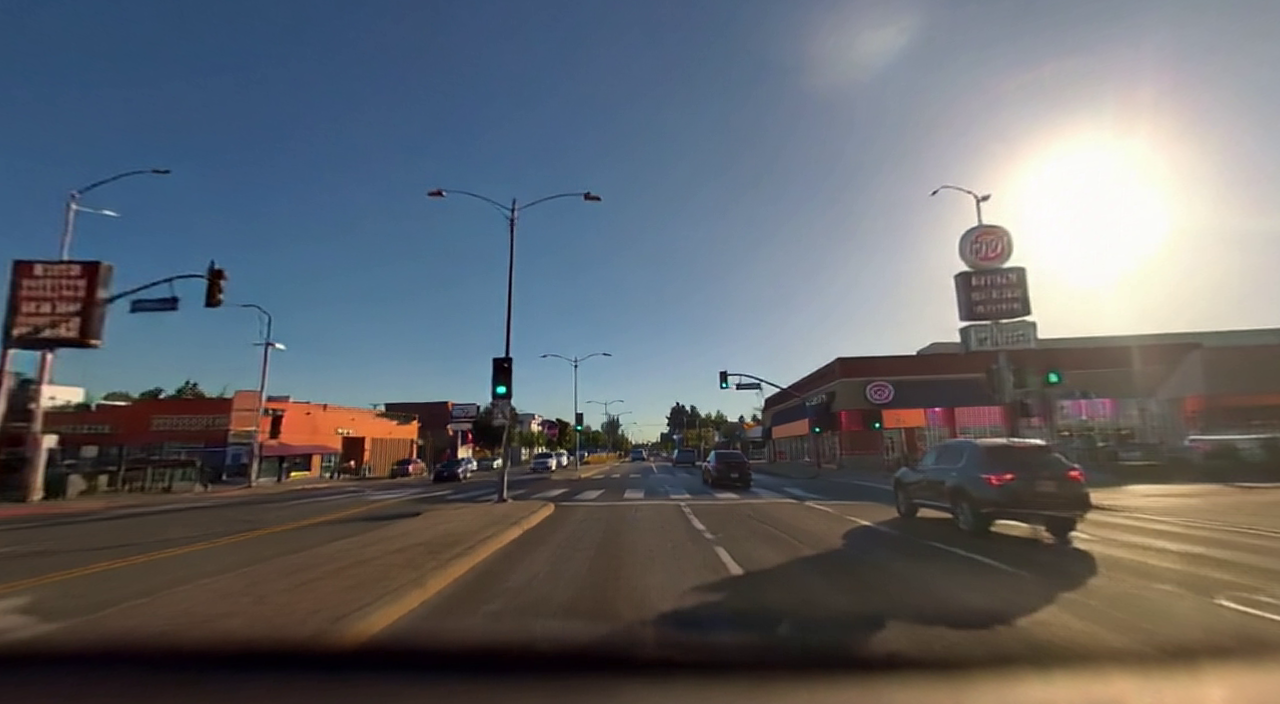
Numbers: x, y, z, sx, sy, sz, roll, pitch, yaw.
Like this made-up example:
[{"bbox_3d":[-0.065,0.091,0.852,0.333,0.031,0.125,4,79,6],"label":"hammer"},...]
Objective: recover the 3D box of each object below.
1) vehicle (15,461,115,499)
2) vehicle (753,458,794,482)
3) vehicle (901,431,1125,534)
[{"bbox_3d":[-26.305,5.879,28.971,2.803,1.565,1.715,-2,-13,-1],"label":"vehicle"},{"bbox_3d":[9.538,8.452,45.566,1.948,1.483,4.645,0,-8,0],"label":"vehicle"},{"bbox_3d":[7.130,2.491,12.796,1.974,1.679,4.611,-1,-8,4],"label":"vehicle"}]
